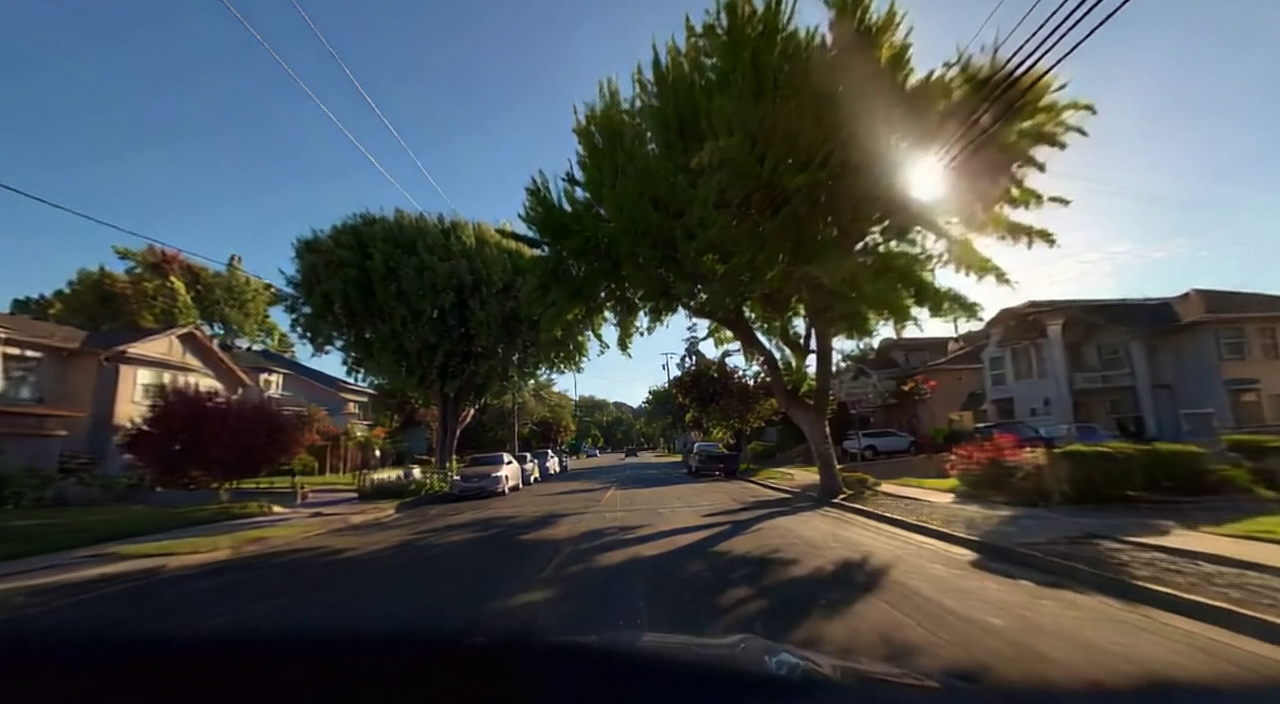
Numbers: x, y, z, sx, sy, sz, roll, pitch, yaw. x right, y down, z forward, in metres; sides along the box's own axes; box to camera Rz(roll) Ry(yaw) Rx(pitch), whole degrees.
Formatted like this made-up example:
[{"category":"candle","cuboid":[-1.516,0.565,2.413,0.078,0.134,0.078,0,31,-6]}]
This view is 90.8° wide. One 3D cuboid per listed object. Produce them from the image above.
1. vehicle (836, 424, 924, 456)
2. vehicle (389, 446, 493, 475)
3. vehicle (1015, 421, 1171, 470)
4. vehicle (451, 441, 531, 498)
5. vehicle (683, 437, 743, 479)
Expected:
[{"category":"vehicle","cuboid":[15.132,5.595,40.046,4.612,1.916,2.159,0,-9,-2]},{"category":"vehicle","cuboid":[-13.370,7.336,42.736,6.224,1.862,2.312,0,-9,0]},{"category":"vehicle","cuboid":[17.315,3.620,24.342,4.268,1.788,2.156,0,-9,0]},{"category":"vehicle","cuboid":[-5.909,4.642,25.630,2.050,1.911,4.852,-3,-8,0]},{"category":"vehicle","cuboid":[3.705,5.540,33.345,2.407,1.948,6.408,0,-9,0]}]
